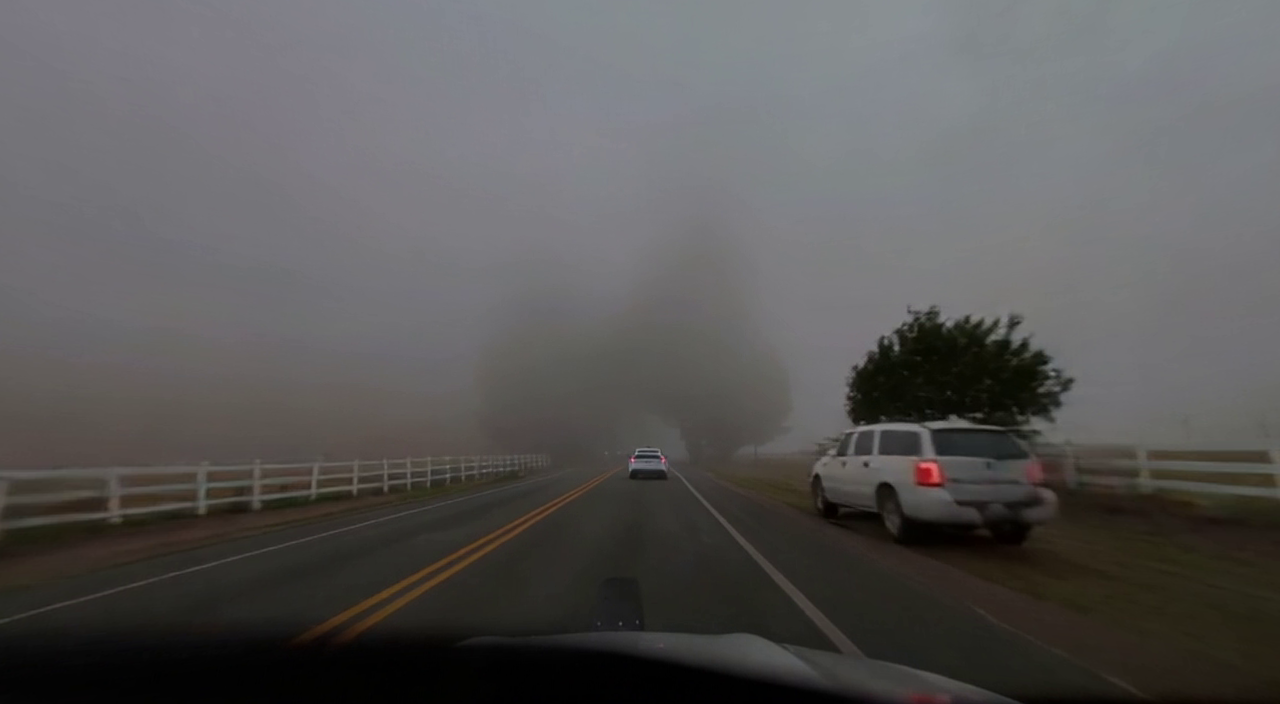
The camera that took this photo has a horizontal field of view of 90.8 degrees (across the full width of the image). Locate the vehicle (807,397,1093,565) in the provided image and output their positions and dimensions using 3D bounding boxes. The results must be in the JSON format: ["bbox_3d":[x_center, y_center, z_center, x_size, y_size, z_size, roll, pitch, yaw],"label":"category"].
[{"bbox_3d":[4.397,1.934,10.270,2.348,1.969,5.269,-1,-9,5],"label":"vehicle"}]

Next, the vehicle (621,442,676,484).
[{"bbox_3d":[0.359,4.742,27.228,2.158,1.669,4.006,0,-9,1],"label":"vehicle"}]

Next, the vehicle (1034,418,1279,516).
[{"bbox_3d":[10.474,2.173,12.298,1.975,1.545,4.333,3,-9,-20],"label":"vehicle"}]
